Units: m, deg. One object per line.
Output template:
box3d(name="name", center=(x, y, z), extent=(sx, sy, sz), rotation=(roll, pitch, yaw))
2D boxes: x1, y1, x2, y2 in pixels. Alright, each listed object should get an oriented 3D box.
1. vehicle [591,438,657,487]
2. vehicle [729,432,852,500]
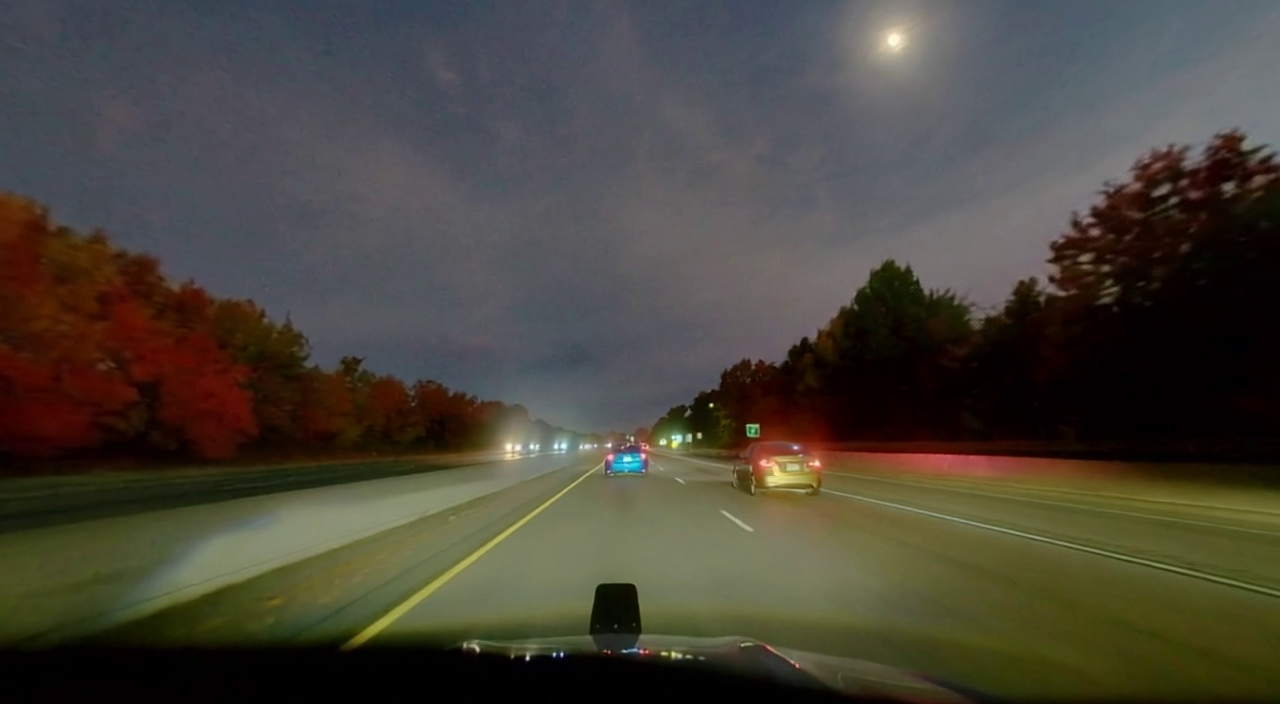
box3d(name="vehicle", center=(-0.532, 3.920, 22.504), extent=(2.128, 1.516, 4.410), rotation=(-1, -9, 0))
box3d(name="vehicle", center=(3.928, 3.073, 17.180), extent=(2.300, 1.595, 4.144), rotation=(-1, -9, 0))
